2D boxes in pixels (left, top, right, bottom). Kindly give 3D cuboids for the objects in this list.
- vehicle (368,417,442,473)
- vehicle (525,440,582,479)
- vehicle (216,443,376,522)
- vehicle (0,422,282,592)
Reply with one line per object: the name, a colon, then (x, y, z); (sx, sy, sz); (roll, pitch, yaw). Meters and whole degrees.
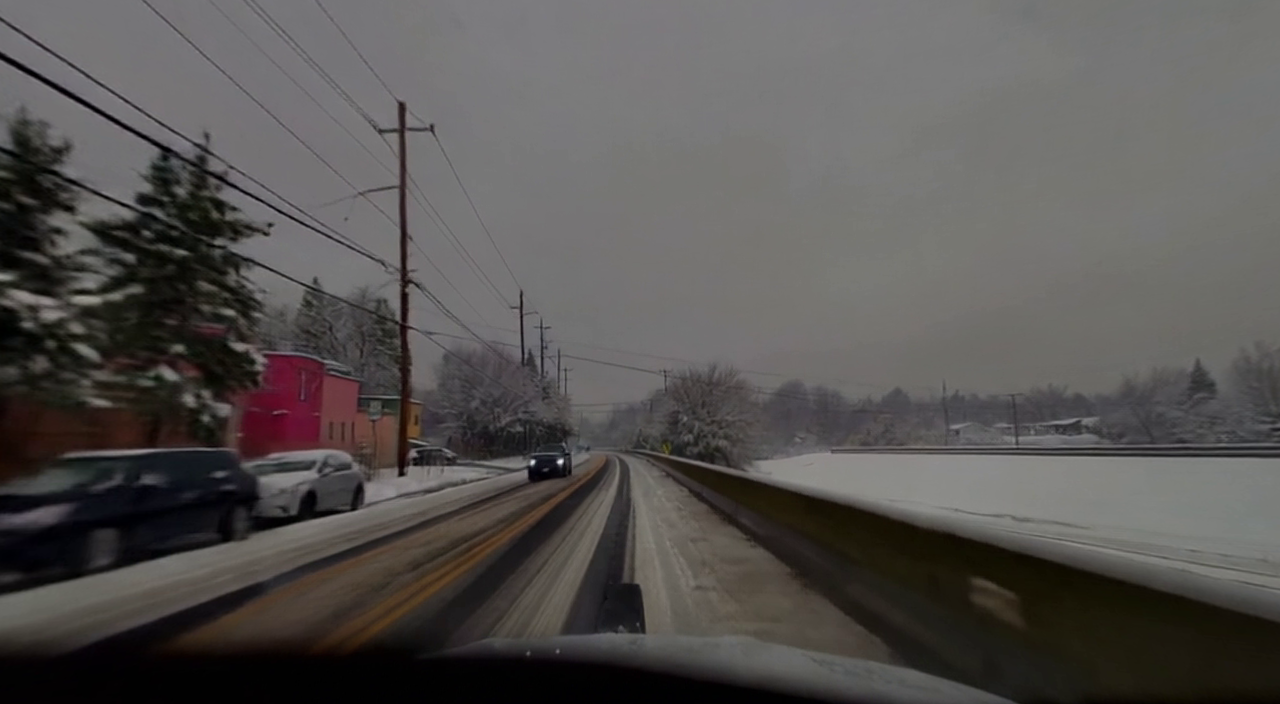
vehicle: (-11.978, 4.830, 32.741); (2.451, 2.641, 5.869); (2, -9, -10)
vehicle: (-4.022, 5.078, 30.103); (2.103, 1.690, 4.508); (0, -9, 0)
vehicle: (-7.570, 2.880, 14.310); (1.744, 1.538, 3.331); (1, -10, -2)
vehicle: (-7.201, 1.929, 8.641); (1.920, 1.681, 4.490); (1, -10, 0)
